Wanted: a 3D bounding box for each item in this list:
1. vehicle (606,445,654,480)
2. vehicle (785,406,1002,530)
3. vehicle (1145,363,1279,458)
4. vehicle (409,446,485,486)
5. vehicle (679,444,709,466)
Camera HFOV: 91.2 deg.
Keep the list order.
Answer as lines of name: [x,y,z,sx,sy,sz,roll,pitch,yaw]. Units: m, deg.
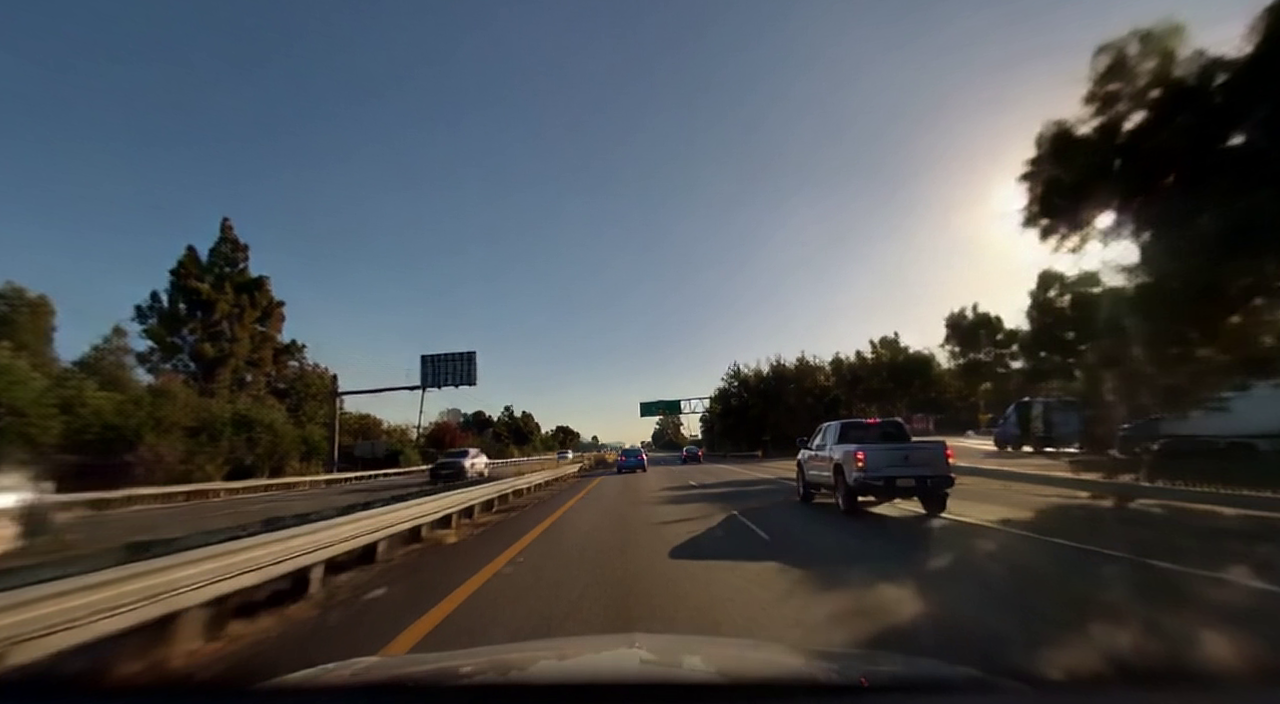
vehicle: [-0.395,4.977,28.460,2.029,1.483,3.769,0,-9,1]
vehicle: [4.607,2.218,12.459,2.261,1.952,4.784,0,-9,0]
vehicle: [28.658,2.557,27.078,2.909,3.998,13.523,-1,-9,2]
vehicle: [-8.708,5.168,28.727,1.995,1.677,4.480,0,-9,1]
vehicle: [4.141,7.948,48.432,1.936,1.589,3.915,0,-9,0]
